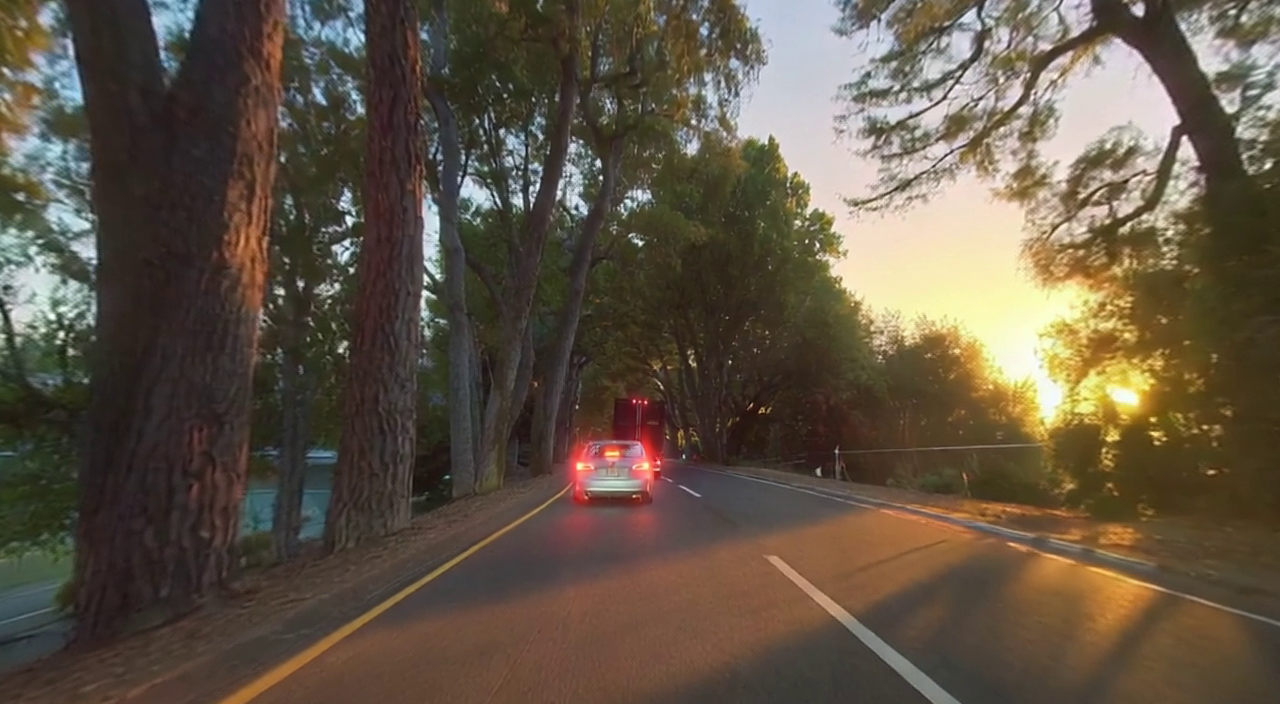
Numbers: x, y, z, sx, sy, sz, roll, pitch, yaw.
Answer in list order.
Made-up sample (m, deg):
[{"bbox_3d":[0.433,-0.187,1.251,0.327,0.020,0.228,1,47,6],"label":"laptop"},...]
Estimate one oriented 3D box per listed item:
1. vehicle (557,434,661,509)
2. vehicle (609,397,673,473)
[{"bbox_3d":[-0.602,2.701,14.699,2.076,1.490,4.078,0,-8,0],"label":"vehicle"},{"bbox_3d":[-0.010,4.921,36.588,3.085,3.682,11.755,0,-8,-1],"label":"vehicle"}]
